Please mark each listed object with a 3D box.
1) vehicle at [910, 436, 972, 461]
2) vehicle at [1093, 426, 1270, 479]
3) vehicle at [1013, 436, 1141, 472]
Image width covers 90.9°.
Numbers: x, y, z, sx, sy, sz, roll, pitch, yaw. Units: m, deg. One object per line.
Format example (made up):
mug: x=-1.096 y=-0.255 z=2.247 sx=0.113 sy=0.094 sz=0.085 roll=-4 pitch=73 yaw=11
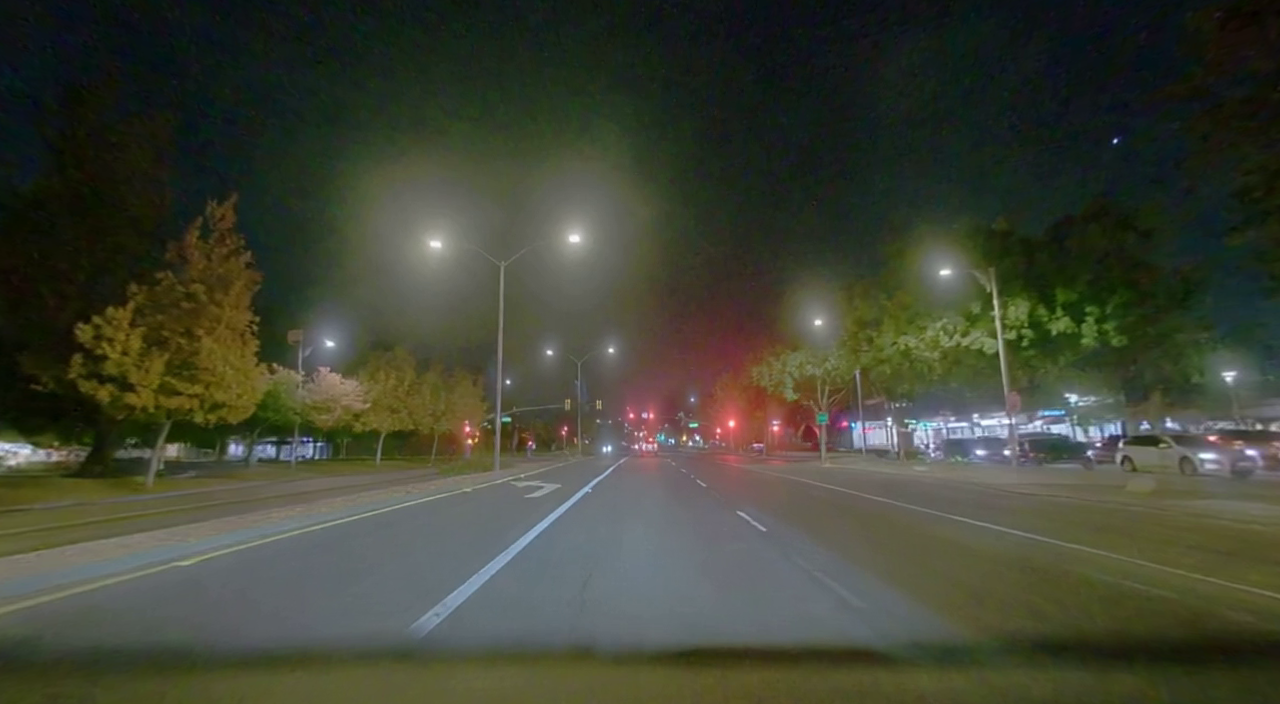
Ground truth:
vehicle: x=19.281 y=6.219 z=40.568 sx=1.842 sy=1.495 sz=4.474 roll=0 pitch=-8 yaw=1
vehicle: x=18.593 y=3.476 z=21.989 sx=4.390 sy=1.630 sz=2.131 roll=-6 pitch=-10 yaw=36
vehicle: x=19.036 y=4.468 z=27.710 sx=4.348 sy=1.448 sz=1.976 roll=-6 pitch=-10 yaw=29
